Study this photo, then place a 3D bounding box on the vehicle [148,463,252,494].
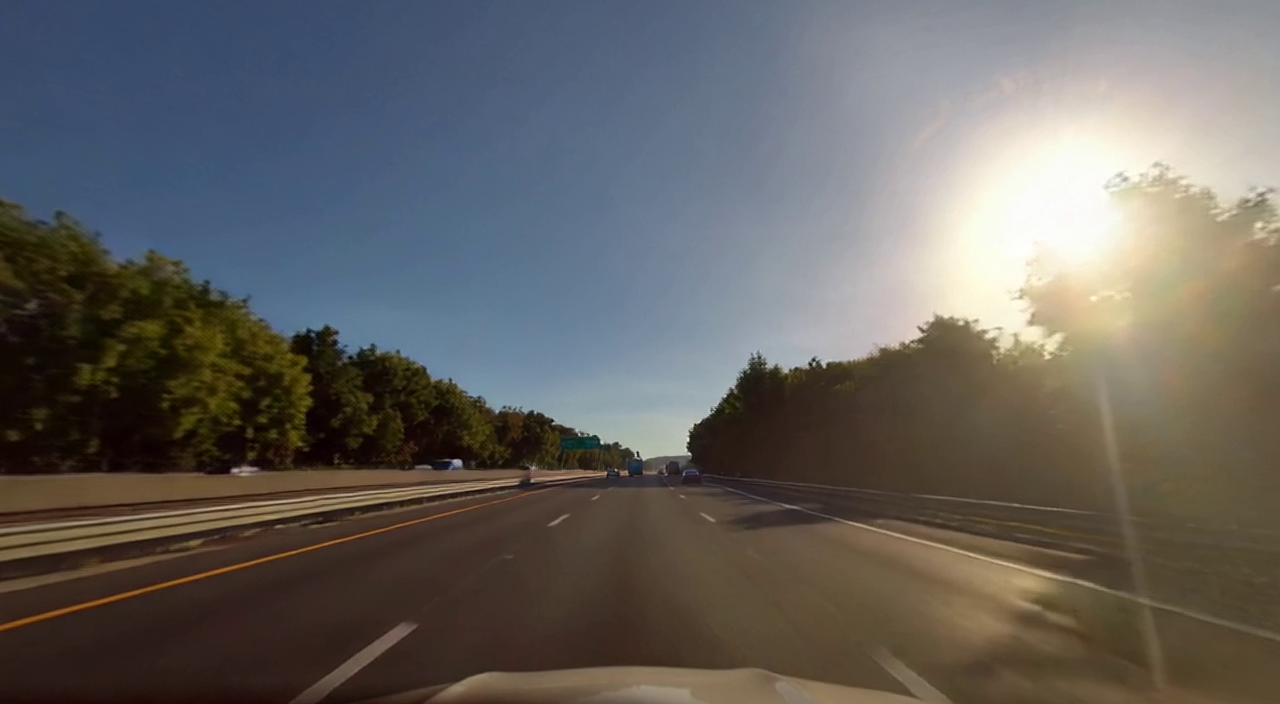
[{"bbox_3d":[-20.672,5.950,29.833,1.917,1.373,4.065,0,-10,2],"label":"vehicle"}]
